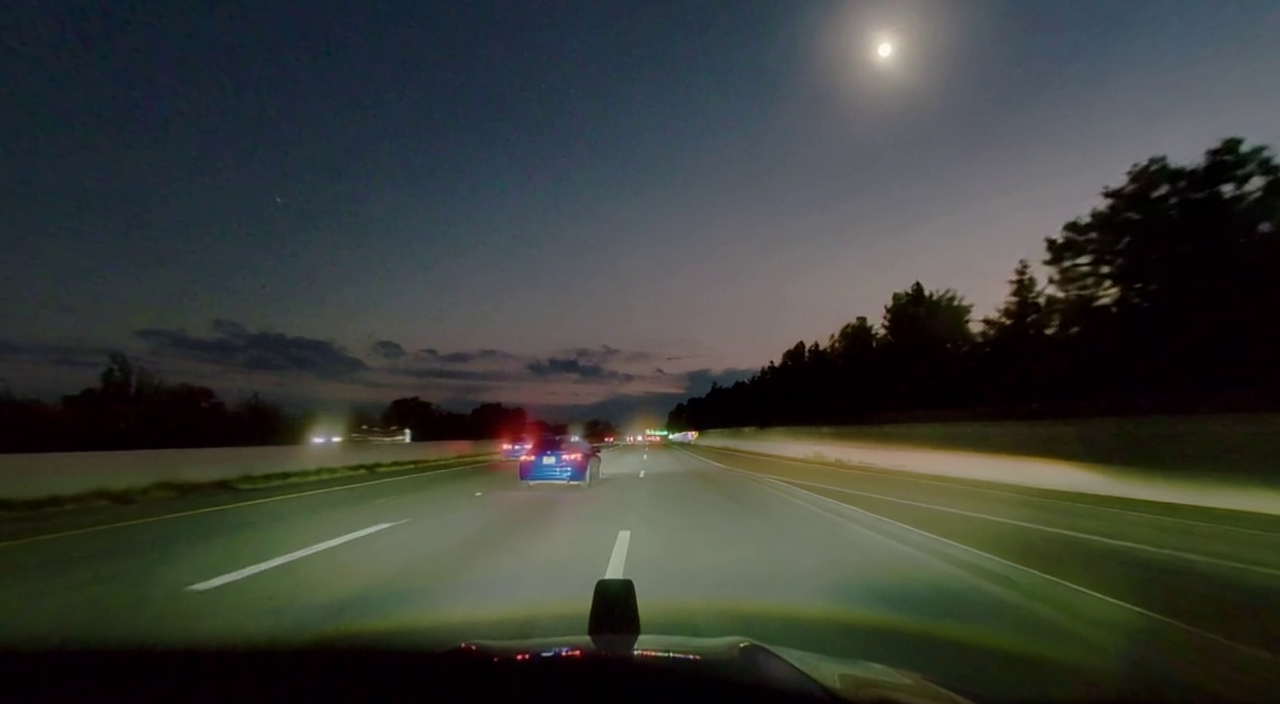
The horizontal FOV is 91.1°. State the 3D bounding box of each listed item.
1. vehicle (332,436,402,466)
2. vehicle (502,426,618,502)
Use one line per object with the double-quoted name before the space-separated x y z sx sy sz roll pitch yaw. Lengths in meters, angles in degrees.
"vehicle" -15.321 5.552 35.487 2.035 1.566 4.061 0 -8 1
"vehicle" -1.675 2.507 14.586 2.079 1.500 3.881 0 -8 2
